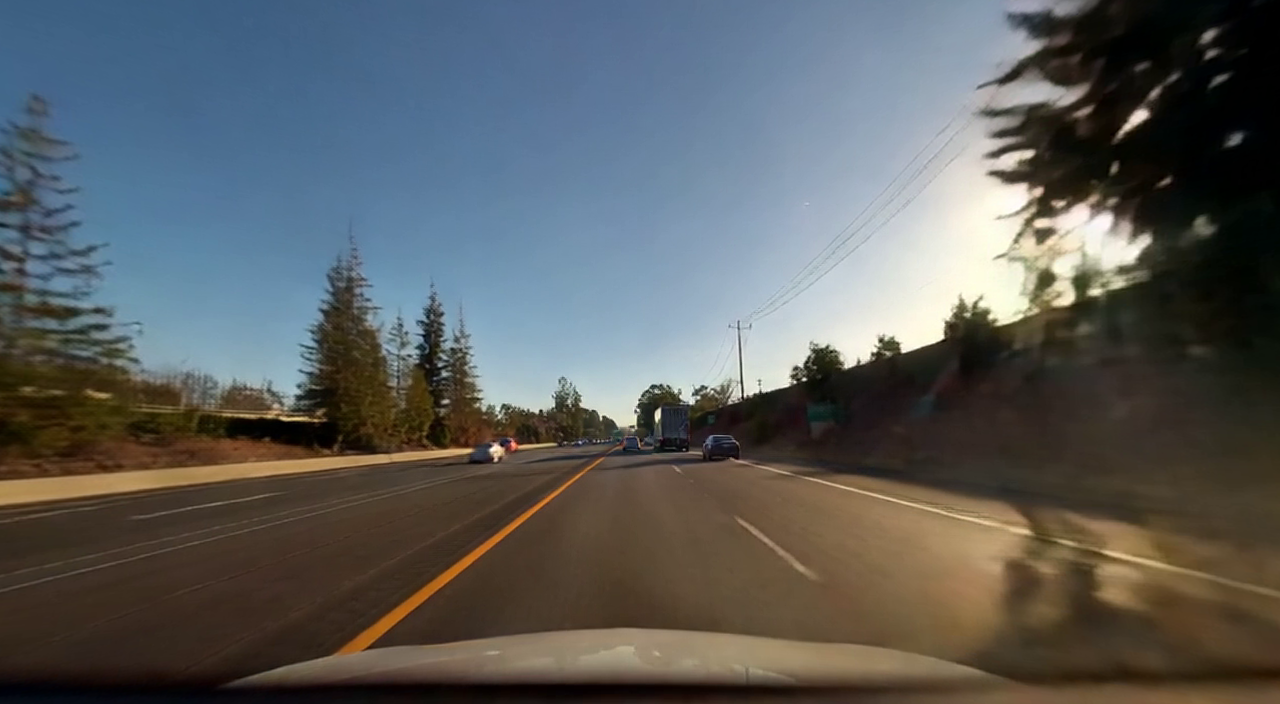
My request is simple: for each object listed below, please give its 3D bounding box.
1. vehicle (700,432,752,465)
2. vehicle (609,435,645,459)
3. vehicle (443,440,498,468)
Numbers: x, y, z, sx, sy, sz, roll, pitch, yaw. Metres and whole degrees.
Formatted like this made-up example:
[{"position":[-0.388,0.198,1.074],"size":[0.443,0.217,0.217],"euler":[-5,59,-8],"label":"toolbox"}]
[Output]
[{"position":[4.265,4.805,31.695],"size":[1.930,1.573,3.853],"euler":[0,-8,-2],"label":"vehicle"},{"position":[-0.827,6.030,40.263],"size":[2.163,1.466,3.693],"euler":[0,-8,-1],"label":"vehicle"},{"position":[-9.864,5.931,37.024],"size":[2.106,1.511,4.134],"euler":[0,-8,0],"label":"vehicle"}]
